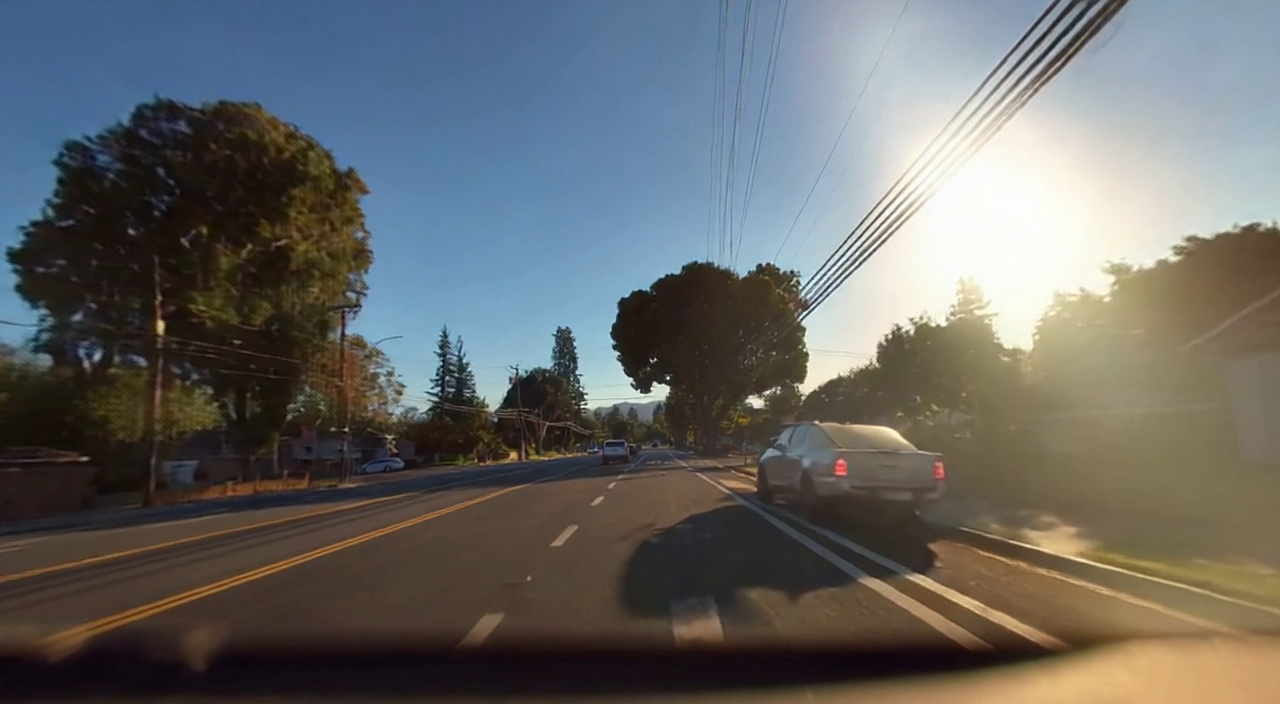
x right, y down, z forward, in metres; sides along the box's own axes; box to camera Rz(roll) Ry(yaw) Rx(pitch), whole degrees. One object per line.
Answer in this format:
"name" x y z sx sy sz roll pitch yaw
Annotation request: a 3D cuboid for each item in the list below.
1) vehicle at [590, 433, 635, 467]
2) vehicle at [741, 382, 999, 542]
"vehicle" -1.592 5.973 38.497 2.327 1.861 4.941 -1 -9 2
"vehicle" 3.748 2.009 12.050 2.622 2.137 6.267 2 -9 1
